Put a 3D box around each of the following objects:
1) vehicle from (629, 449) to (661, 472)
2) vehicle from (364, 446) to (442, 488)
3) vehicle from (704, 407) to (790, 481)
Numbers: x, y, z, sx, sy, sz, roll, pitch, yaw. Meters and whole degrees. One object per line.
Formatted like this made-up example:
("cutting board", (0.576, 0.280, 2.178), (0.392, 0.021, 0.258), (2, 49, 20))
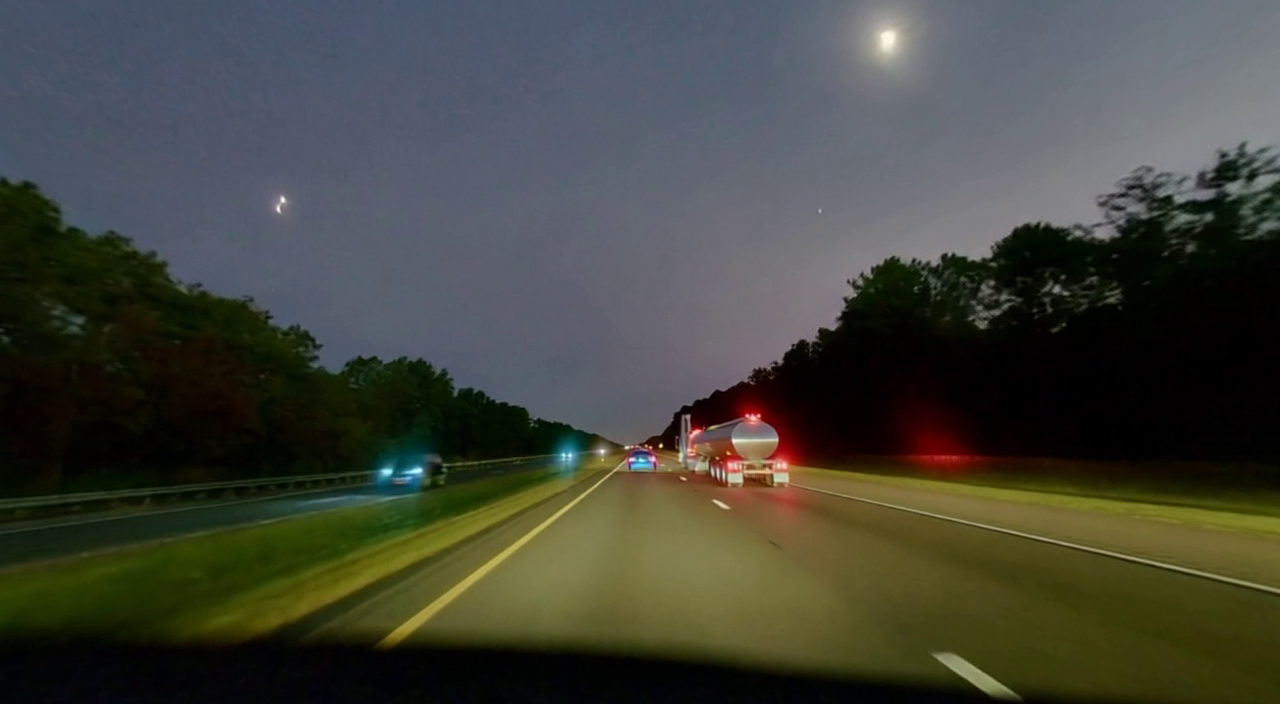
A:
("vehicle", (0.282, 6.875, 40.072), (1.926, 1.386, 3.615), (0, -9, 0))
("vehicle", (-12.096, 5.890, 32.563), (2.050, 1.959, 4.928), (0, -9, 0))
("vehicle", (4.791, 4.374, 29.796), (2.718, 3.034, 7.395), (0, -9, 0))
